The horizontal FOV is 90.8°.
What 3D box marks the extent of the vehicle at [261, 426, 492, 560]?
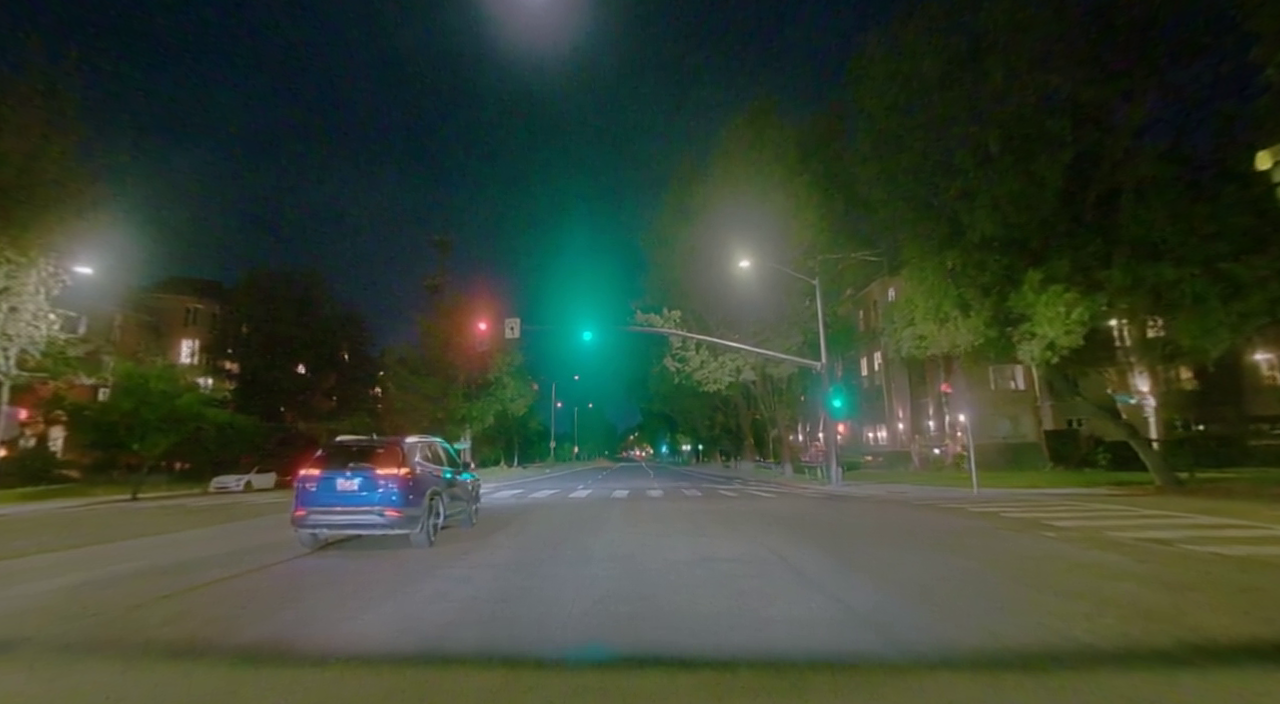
[{"bbox_3d":[-3.964,2.170,10.476,1.993,1.733,4.262,0,-9,-1],"label":"vehicle"}]
